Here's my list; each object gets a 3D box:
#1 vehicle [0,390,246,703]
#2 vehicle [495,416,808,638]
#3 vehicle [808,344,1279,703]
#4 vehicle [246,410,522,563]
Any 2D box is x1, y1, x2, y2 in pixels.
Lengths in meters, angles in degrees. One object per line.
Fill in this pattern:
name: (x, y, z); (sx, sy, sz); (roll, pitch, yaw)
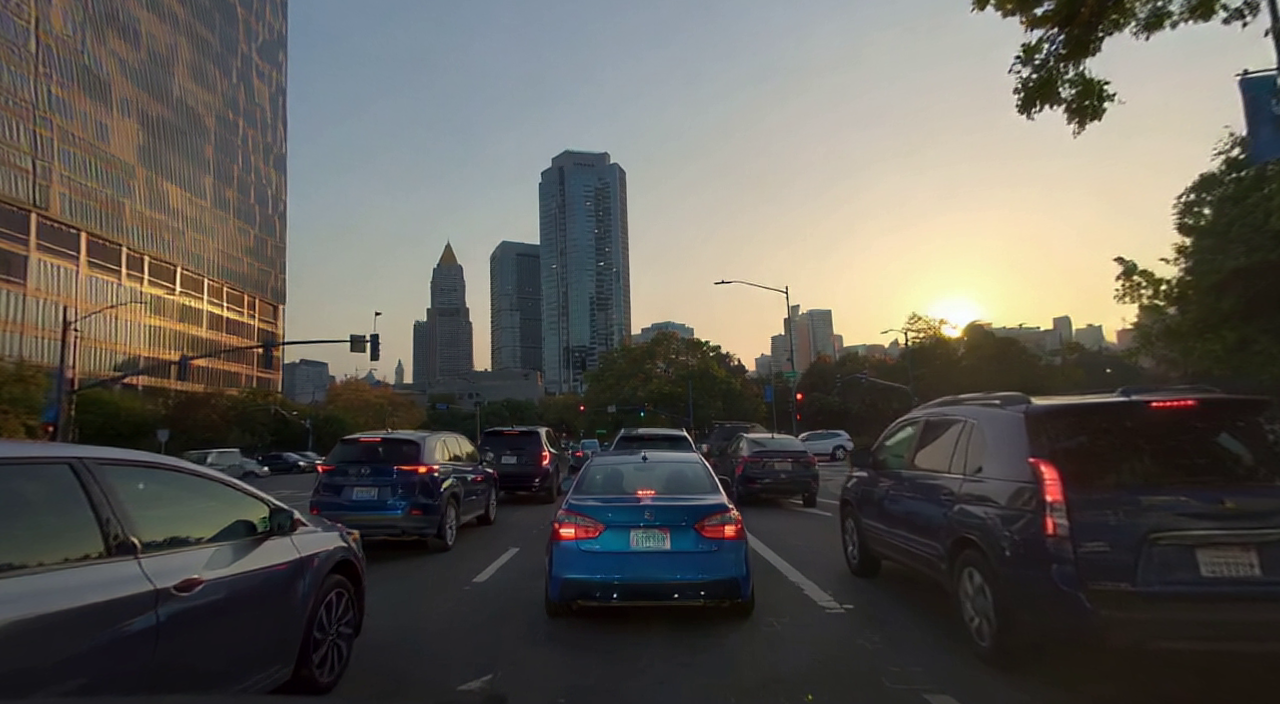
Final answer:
vehicle: (-3.397, 0.751, 1.242); (2.144, 1.505, 4.635); (-1, -9, 2)
vehicle: (0.082, 1.506, 6.389); (2.147, 1.507, 3.953); (0, -8, 0)
vehicle: (3.052, 1.163, 5.100); (2.108, 1.785, 4.334); (0, -9, -1)
vehicle: (-3.366, 1.882, 9.553); (2.168, 1.719, 4.561); (-1, -9, 1)
